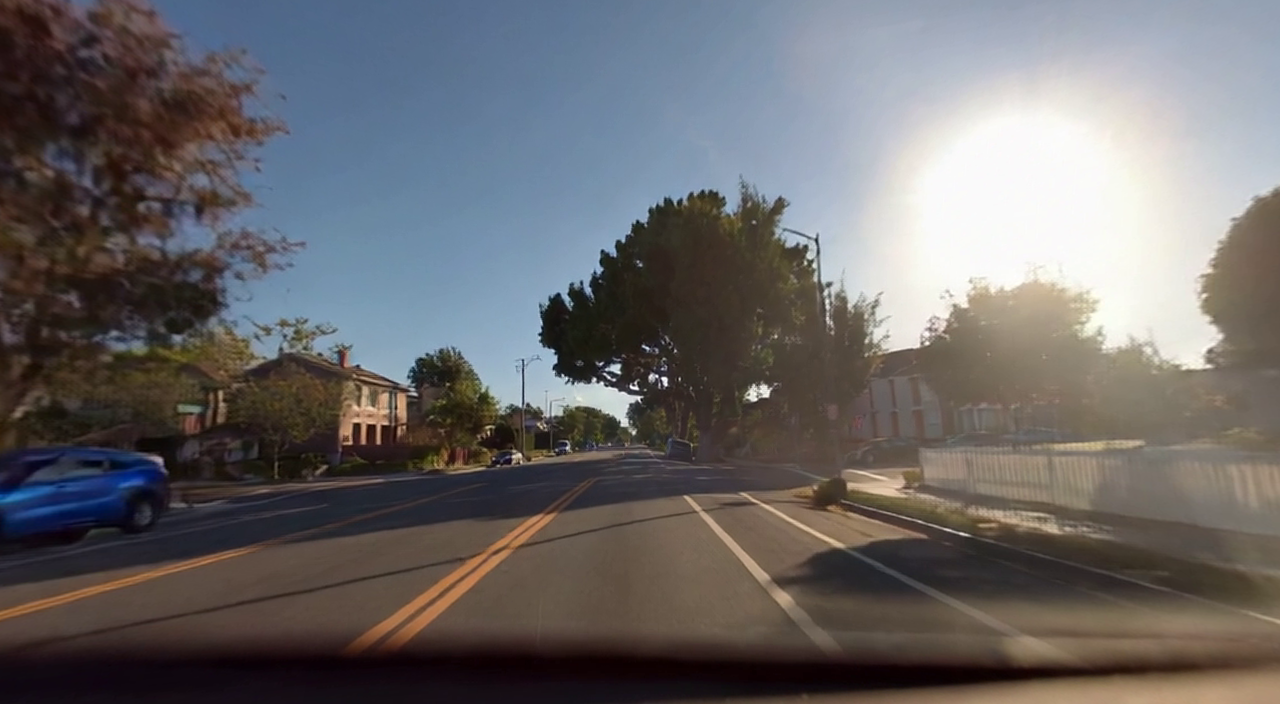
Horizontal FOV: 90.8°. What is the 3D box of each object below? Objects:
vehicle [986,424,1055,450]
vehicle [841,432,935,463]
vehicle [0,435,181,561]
[{"bbox_3d":[26.956,6.096,44.958,2.000,1.773,4.469,-1,-9,-1],"label":"vehicle"},{"bbox_3d":[14.312,5.538,36.650,4.635,1.706,1.954,0,-8,2],"label":"vehicle"},{"bbox_3d":[-11.118,2.491,10.872,2.241,1.944,5.709,-4,-8,0],"label":"vehicle"}]
